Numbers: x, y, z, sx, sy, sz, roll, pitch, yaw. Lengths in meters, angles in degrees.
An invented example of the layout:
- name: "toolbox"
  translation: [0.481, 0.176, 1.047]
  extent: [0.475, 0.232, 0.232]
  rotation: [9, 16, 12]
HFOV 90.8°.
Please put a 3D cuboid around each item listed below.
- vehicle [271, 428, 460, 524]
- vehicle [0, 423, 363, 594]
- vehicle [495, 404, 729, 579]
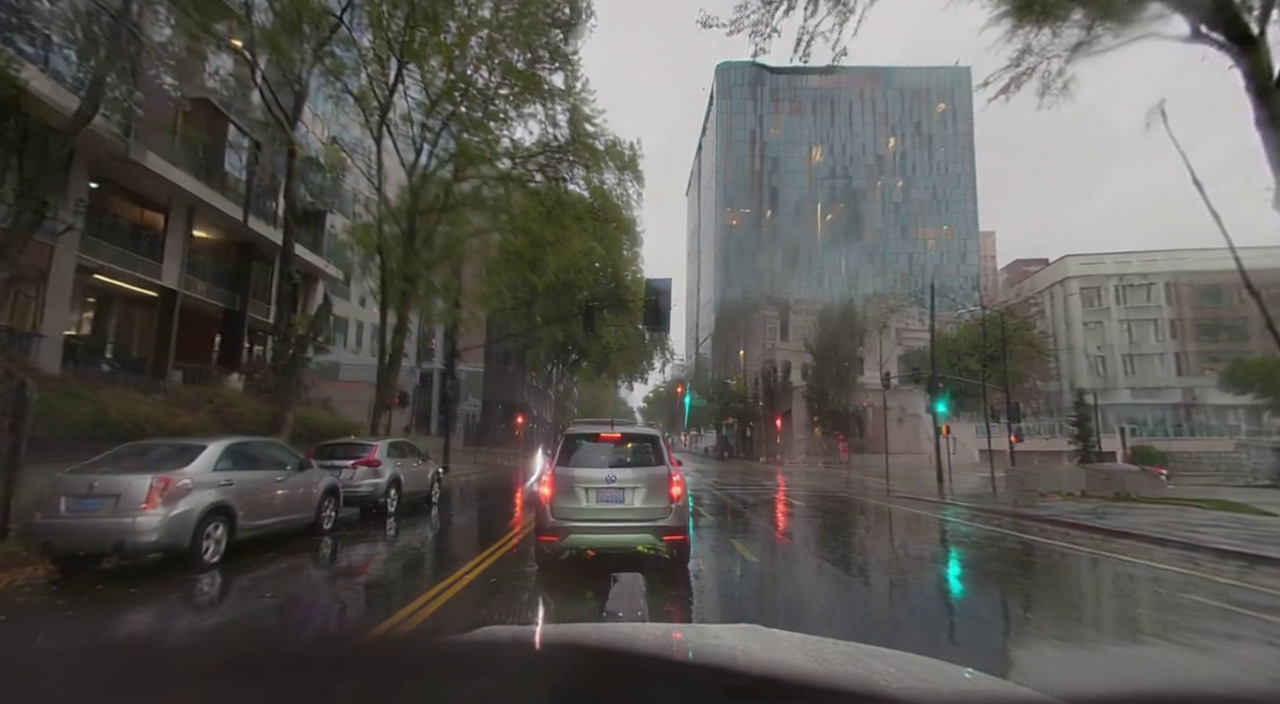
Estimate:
- name: "vehicle"
  translation: [-5.876, 2.700, 14.347]
  extent: [2.077, 1.791, 4.751]
  rotation: [0, -9, 1]
- name: "vehicle"
  translation: [-5.763, 1.901, 8.640]
  extent: [1.904, 1.684, 4.529]
  rotation: [0, -9, -1]
- name: "vehicle"
  translation: [-0.259, 1.653, 8.179]
  extent: [2.258, 1.687, 3.934]
  rotation: [0, -9, 0]
